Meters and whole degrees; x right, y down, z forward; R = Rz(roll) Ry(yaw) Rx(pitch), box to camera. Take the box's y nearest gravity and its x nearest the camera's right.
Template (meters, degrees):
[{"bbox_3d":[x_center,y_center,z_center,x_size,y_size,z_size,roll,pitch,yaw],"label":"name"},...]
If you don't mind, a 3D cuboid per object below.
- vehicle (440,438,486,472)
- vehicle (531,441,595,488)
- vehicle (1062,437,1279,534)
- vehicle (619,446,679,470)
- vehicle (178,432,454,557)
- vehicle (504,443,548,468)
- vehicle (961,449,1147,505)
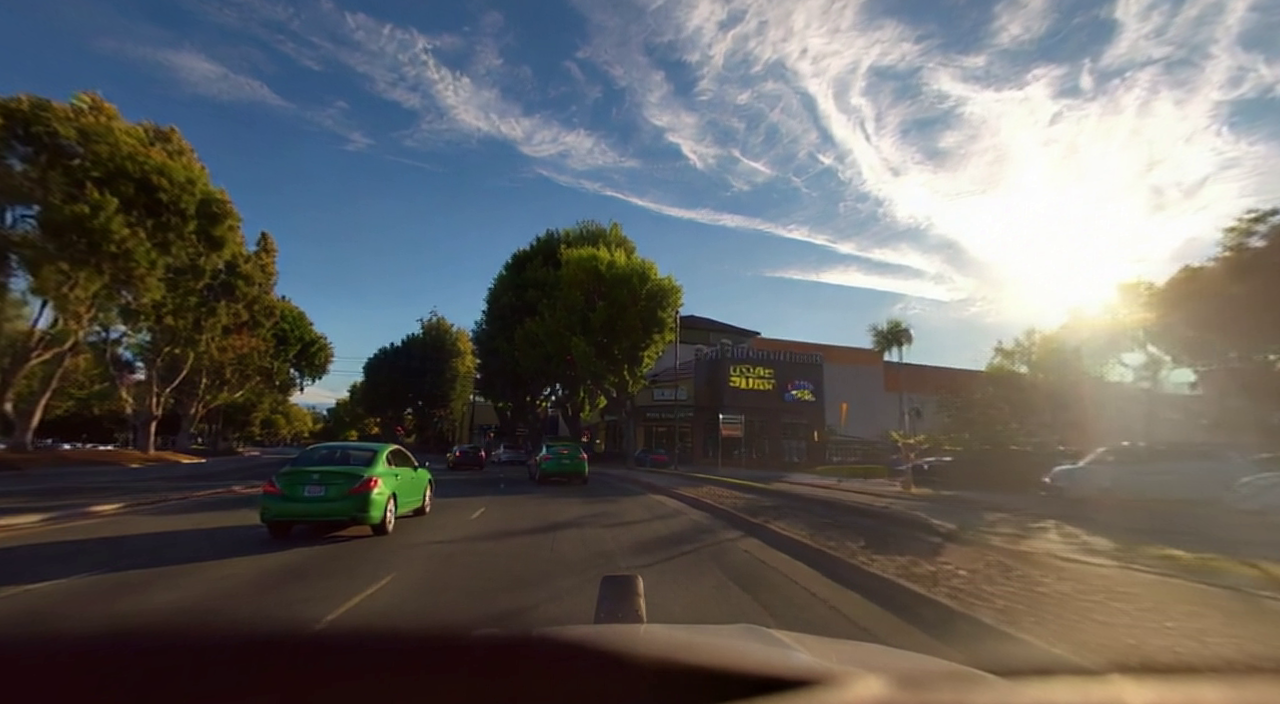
[{"bbox_3d":[-8.928,5.166,31.822,2.042,1.593,3.956,2,-9,-16],"label":"vehicle"},{"bbox_3d":[-2.868,3.961,22.555,2.001,1.483,4.442,2,-9,-10],"label":"vehicle"},{"bbox_3d":[10.813,2.444,12.262,1.919,1.489,4.889,0,-8,2],"label":"vehicle"},{"bbox_3d":[0.654,8.154,48.758,2.095,1.697,4.801,6,-11,-37],"label":"vehicle"},{"bbox_3d":[-4.620,2.080,10.064,2.105,1.477,4.857,1,-8,-4],"label":"vehicle"},{"bbox_3d":[-7.053,6.352,38.701,1.920,1.416,4.310,3,-9,-20],"label":"vehicle"},{"bbox_3d":[13.106,3.955,20.144,4.442,1.646,2.106,0,-8,-1],"label":"vehicle"}]
